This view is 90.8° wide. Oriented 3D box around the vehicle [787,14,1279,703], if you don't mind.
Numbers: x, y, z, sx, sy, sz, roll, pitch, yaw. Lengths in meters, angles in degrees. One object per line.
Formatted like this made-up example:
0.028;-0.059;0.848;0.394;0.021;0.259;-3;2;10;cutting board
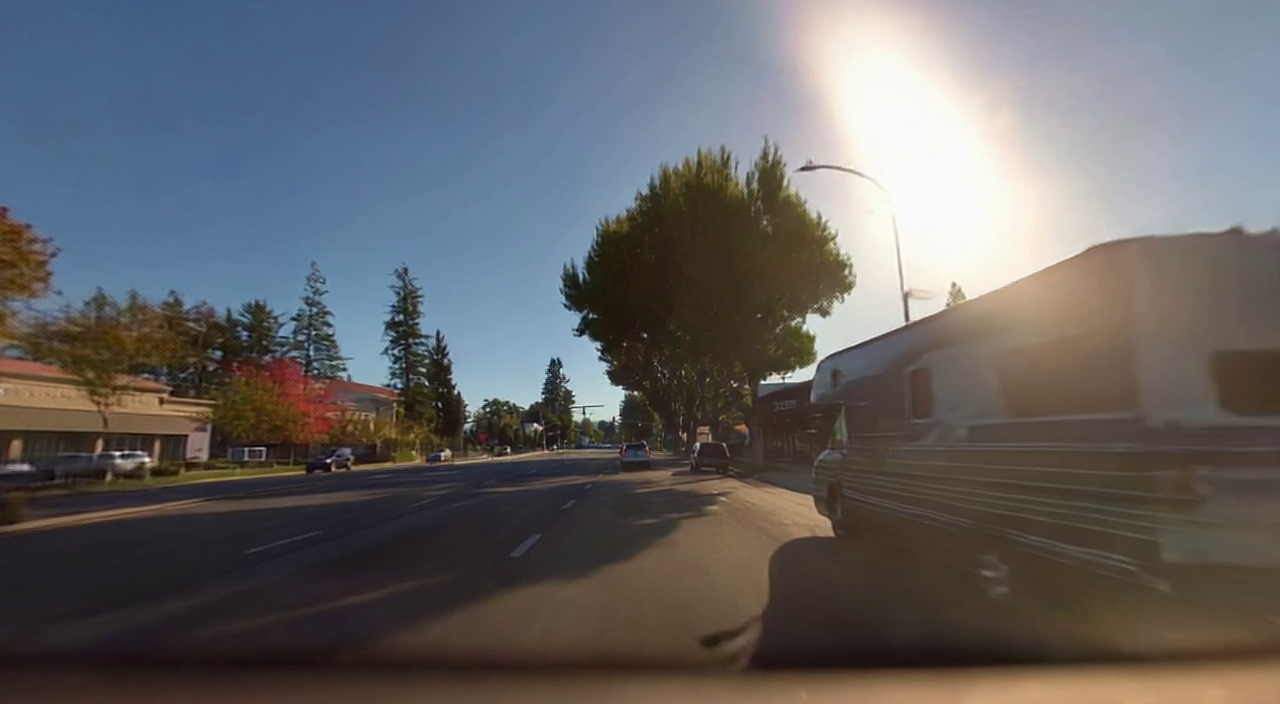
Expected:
3.967;0.655;6.510;2.924;3.250;7.780;-1;-9;0;vehicle

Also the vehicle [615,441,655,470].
-0.325;5.781;35.376;2.103;1.506;4.742;0;-9;-1;vehicle

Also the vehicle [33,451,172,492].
-25.597;5.657;30.435;2.013;1.744;5.354;0;-9;-1;vehicle

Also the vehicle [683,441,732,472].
3.698;5.806;35.389;2.060;1.611;4.675;0;-9;-2;vehicle

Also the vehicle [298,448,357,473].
-22.100;7.639;44.814;1.959;1.683;4.406;0;-9;-1;vehicle
